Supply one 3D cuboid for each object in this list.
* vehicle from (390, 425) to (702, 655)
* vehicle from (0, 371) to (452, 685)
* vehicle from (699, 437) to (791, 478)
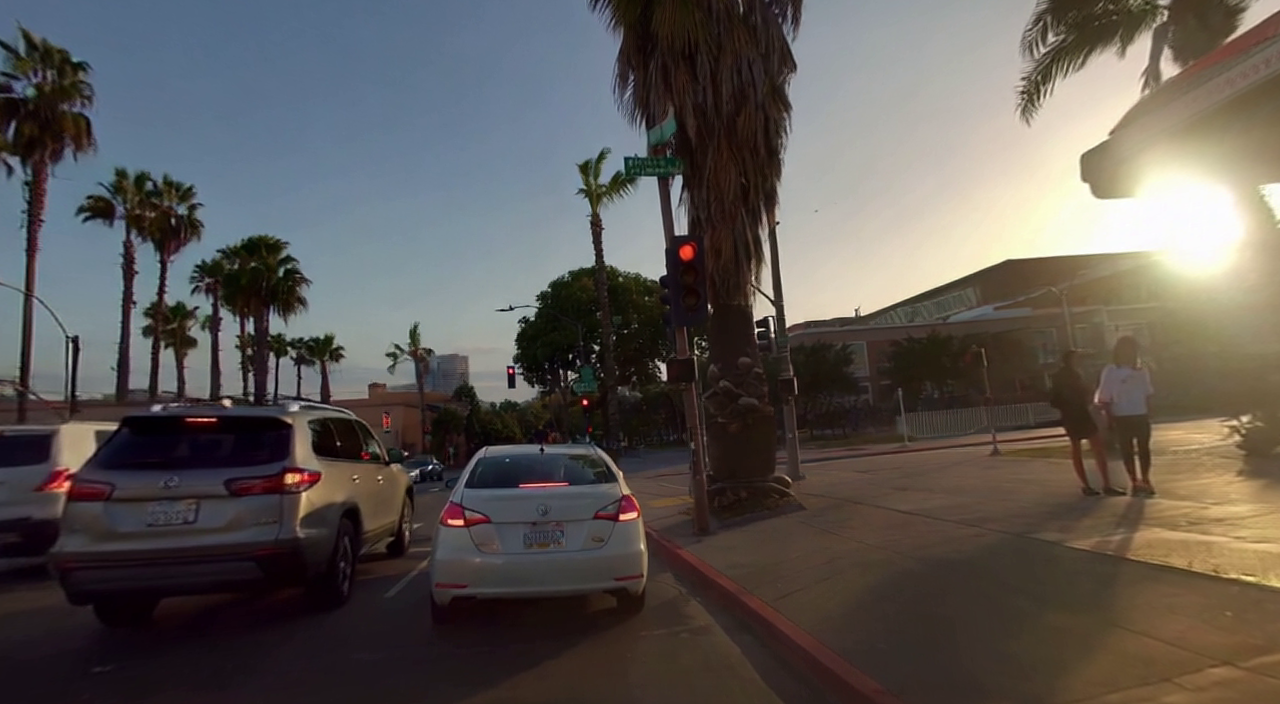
[{"bbox_3d":[-0.935,1.558,6.422,2.065,1.467,4.289,1,-9,-9],"label":"vehicle"},{"bbox_3d":[-3.313,1.388,6.182,2.098,1.851,4.571,1,-9,-8],"label":"vehicle"},{"bbox_3d":[5.204,5.225,31.468,3.986,1.636,1.903,5,-4,-12],"label":"vehicle"}]
